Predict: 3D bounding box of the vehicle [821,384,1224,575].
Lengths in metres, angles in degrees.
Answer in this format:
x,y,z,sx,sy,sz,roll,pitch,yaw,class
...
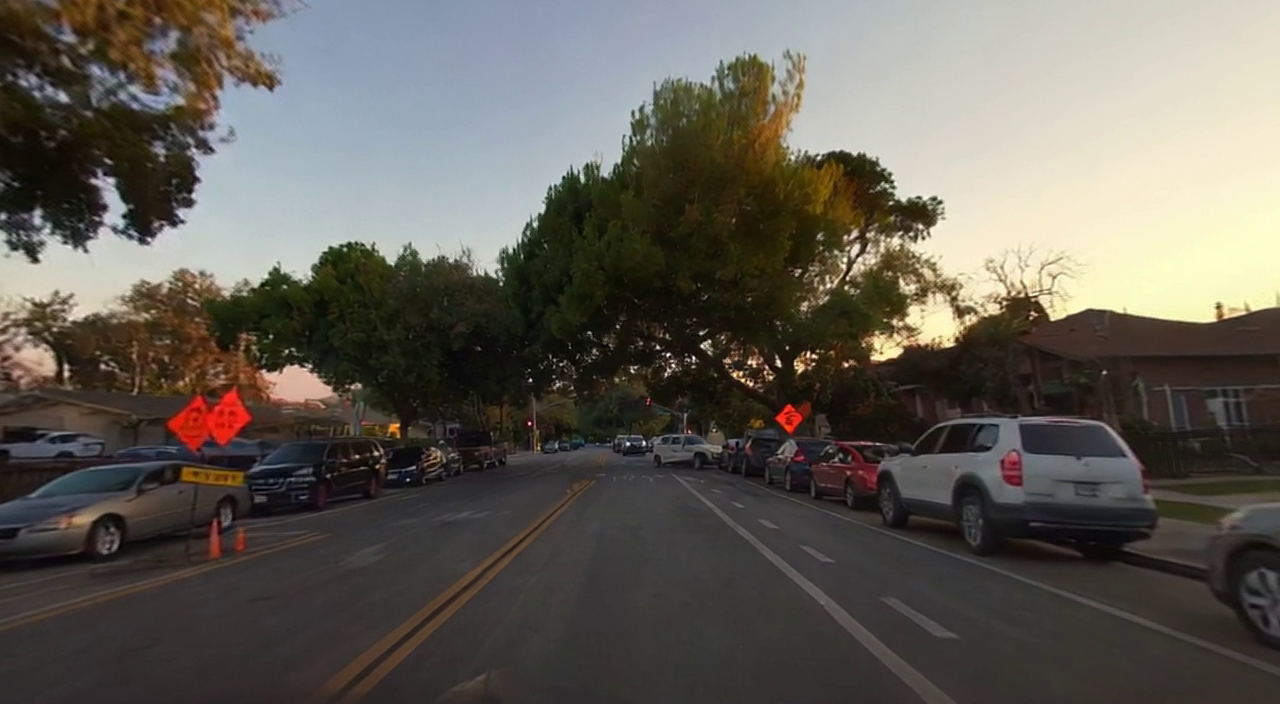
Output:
x,y,z,sx,sy,sz,roll,pitch,yaw,class
4.800,1.747,9.501,2.279,1.946,5.925,0,-8,-1,vehicle

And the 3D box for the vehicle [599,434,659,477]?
x,y,z,sx,sy,sz,roll,pitch,yaw,class
-0.349,3.981,24.413,2.151,1.481,4.084,0,-8,1,vehicle

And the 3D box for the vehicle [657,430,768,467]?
x,y,z,sx,sy,sz,roll,pitch,yaw,class
3.901,5.236,34.079,5.503,1.853,2.218,-4,-9,25,vehicle

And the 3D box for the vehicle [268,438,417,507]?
x,y,z,sx,sy,sz,roll,pitch,yaw,class
-8.069,3.280,17.652,2.036,1.676,4.440,0,-8,-1,vehicle

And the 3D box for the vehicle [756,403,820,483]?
x,y,z,sx,sy,sz,roll,pitch,yaw,class
5.171,3.219,22.294,1.409,2.648,2.645,0,-9,-4,vehicle

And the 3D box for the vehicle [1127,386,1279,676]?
x,y,z,sx,sy,sz,roll,pitch,yaw,class
4.941,0.882,2.473,2.225,1.715,4.755,0,-8,0,vehicle

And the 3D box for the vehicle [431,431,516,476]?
x,y,z,sx,sy,sz,roll,pitch,yaw,class
-8.262,5.129,32.066,2.659,2.047,6.014,0,-8,0,vehicle

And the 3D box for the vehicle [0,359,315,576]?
x,y,z,sx,sy,sz,roll,pitch,yaw,class
-7.617,1.707,9.906,2.526,2.631,4.228,0,-8,2,vehicle
